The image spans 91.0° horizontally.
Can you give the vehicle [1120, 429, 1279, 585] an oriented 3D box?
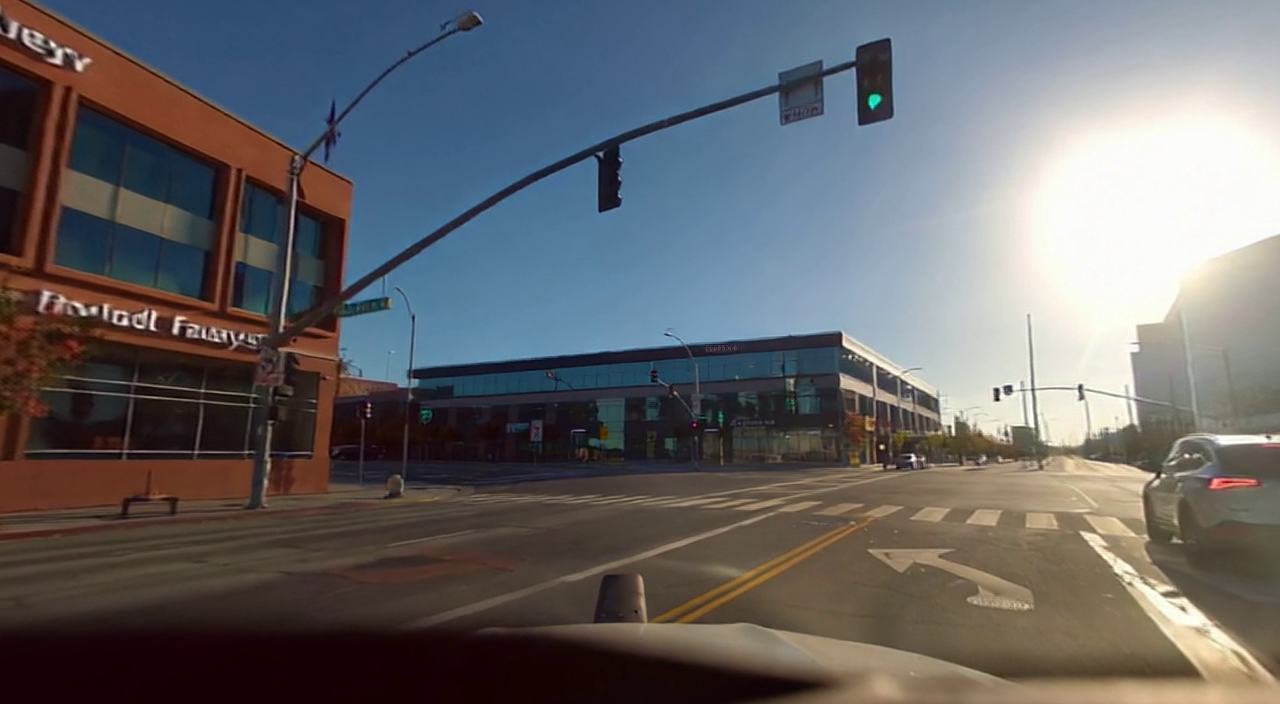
[{"bbox_3d":[8.018,1.879,8.317,2.067,1.625,4.073,-5,-10,30],"label":"vehicle"}]
